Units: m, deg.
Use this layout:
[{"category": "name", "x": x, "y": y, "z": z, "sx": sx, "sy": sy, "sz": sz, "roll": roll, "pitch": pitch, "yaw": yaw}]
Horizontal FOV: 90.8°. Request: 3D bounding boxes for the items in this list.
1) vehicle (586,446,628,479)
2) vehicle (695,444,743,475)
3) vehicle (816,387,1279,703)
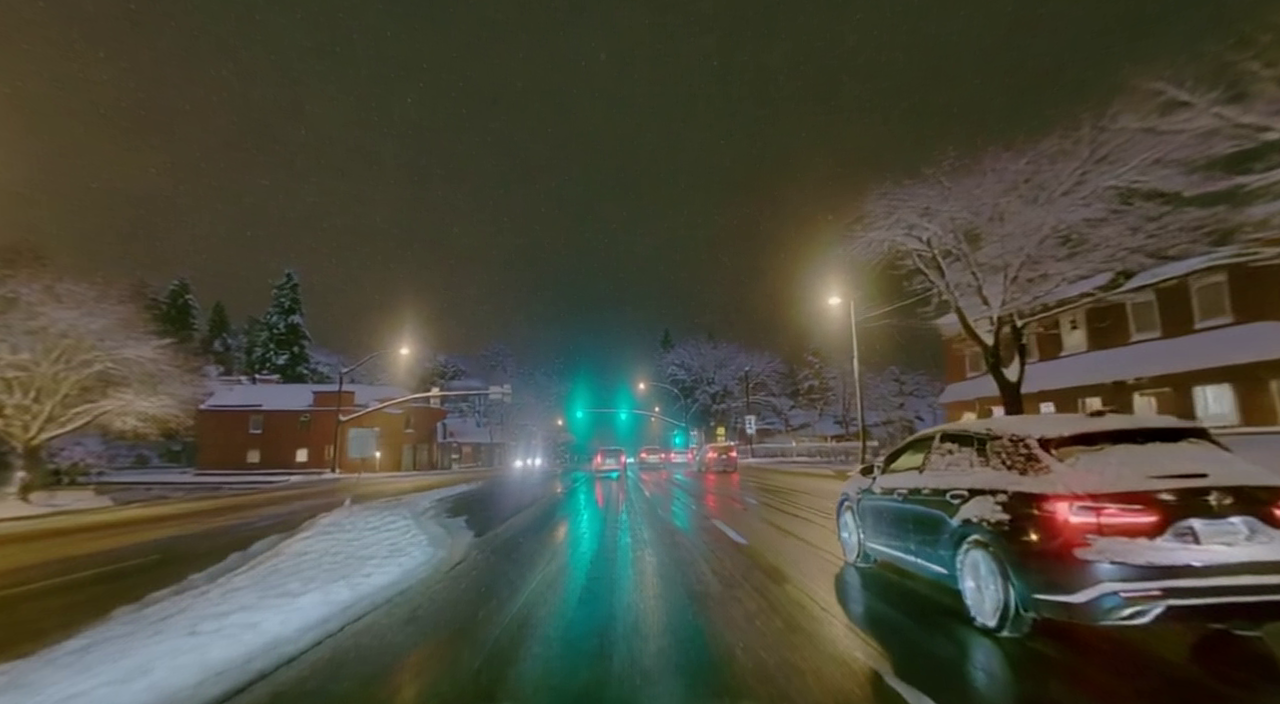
[{"category": "vehicle", "x": -1.798, "y": 5.859, "z": 33.676, "sx": 2.101, "sy": 1.641, "sz": 4.341, "roll": 0, "pitch": -9, "yaw": -4}, {"category": "vehicle", "x": 5.131, "y": 7.080, "z": 41.801, "sx": 2.052, "sy": 1.886, "sz": 5.297, "roll": 0, "pitch": -9, "yaw": -5}, {"category": "vehicle", "x": 3.288, "y": 1.387, "z": 5.742, "sx": 1.893, "sy": 1.664, "sz": 4.670, "roll": 0, "pitch": -9, "yaw": -2}]
